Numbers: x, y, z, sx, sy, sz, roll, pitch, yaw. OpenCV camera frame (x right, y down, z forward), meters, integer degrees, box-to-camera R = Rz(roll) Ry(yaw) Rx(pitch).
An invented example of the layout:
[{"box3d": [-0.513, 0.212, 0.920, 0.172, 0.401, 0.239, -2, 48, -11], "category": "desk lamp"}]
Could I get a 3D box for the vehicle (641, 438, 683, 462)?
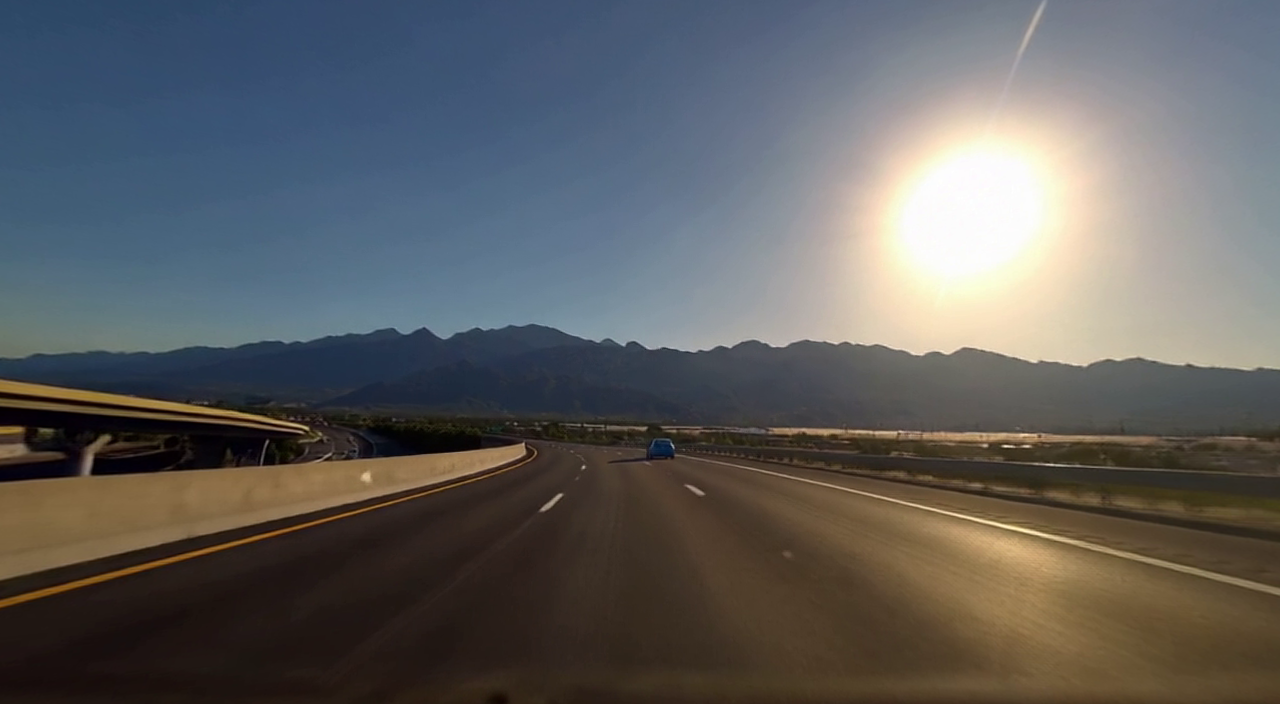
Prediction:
[{"box3d": [1.317, 6.298, 40.502, 1.985, 1.440, 4.466, 1, -9, -7], "category": "vehicle"}]
